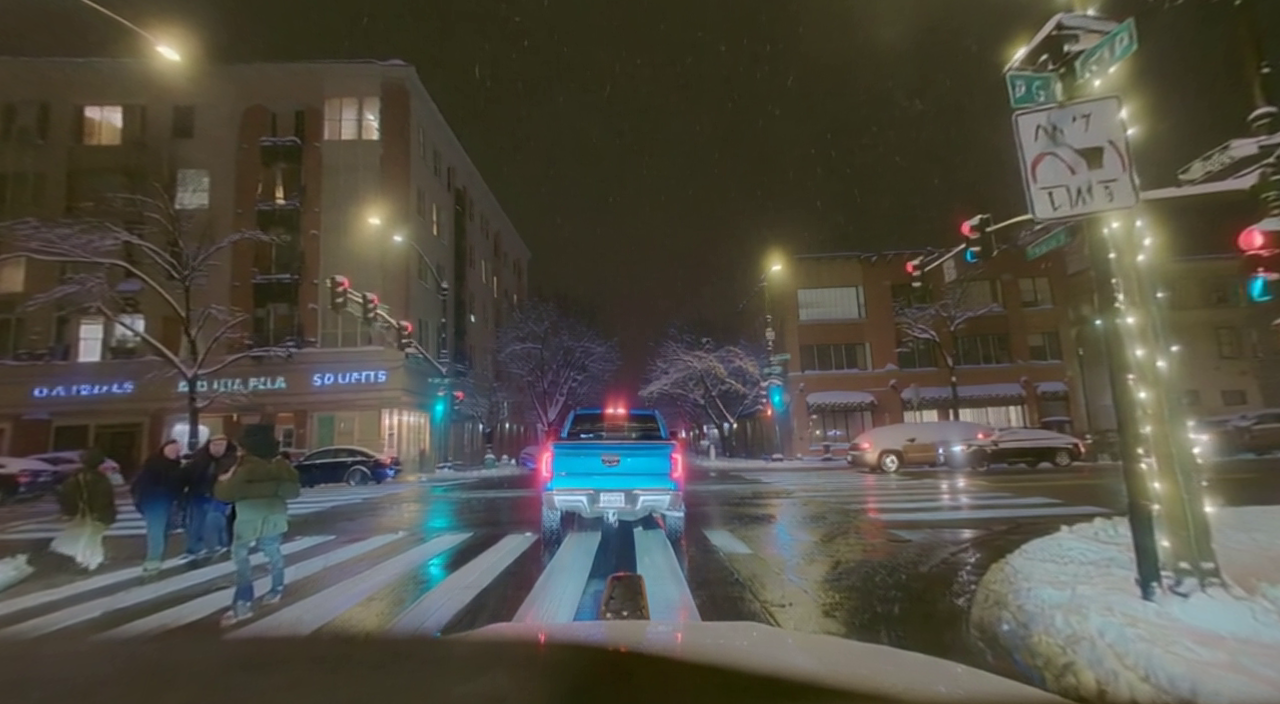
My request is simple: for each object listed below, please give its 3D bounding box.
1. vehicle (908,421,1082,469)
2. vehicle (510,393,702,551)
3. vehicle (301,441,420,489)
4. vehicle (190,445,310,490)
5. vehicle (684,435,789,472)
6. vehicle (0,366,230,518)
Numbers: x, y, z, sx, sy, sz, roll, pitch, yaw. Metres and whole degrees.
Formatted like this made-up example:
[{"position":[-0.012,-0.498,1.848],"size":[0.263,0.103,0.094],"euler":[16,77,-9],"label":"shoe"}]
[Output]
[{"position":[11.620,3.078,20.842],"size":[4.600,1.506,1.878],"euler":[0,-8,-1],"label":"vehicle"},{"position":[-0.674,1.960,11.043],"size":[2.477,2.020,5.534],"euler":[1,-8,-5],"label":"vehicle"},{"position":[-13.265,5.355,30.128],"size":[4.799,1.909,2.011],"euler":[-3,-7,2],"label":"vehicle"},{"position":[-18.610,5.492,30.232],"size":[4.398,2.057,1.959],"euler":[0,-8,-1],"label":"vehicle"},{"position":[4.304,4.607,28.639],"size":[4.515,1.583,1.920],"euler":[-1,-8,3],"label":"vehicle"},{"position":[-21.943,3.019,21.212],"size":[13.729,4.662,3.300],"euler":[0,-8,0],"label":"vehicle"}]
